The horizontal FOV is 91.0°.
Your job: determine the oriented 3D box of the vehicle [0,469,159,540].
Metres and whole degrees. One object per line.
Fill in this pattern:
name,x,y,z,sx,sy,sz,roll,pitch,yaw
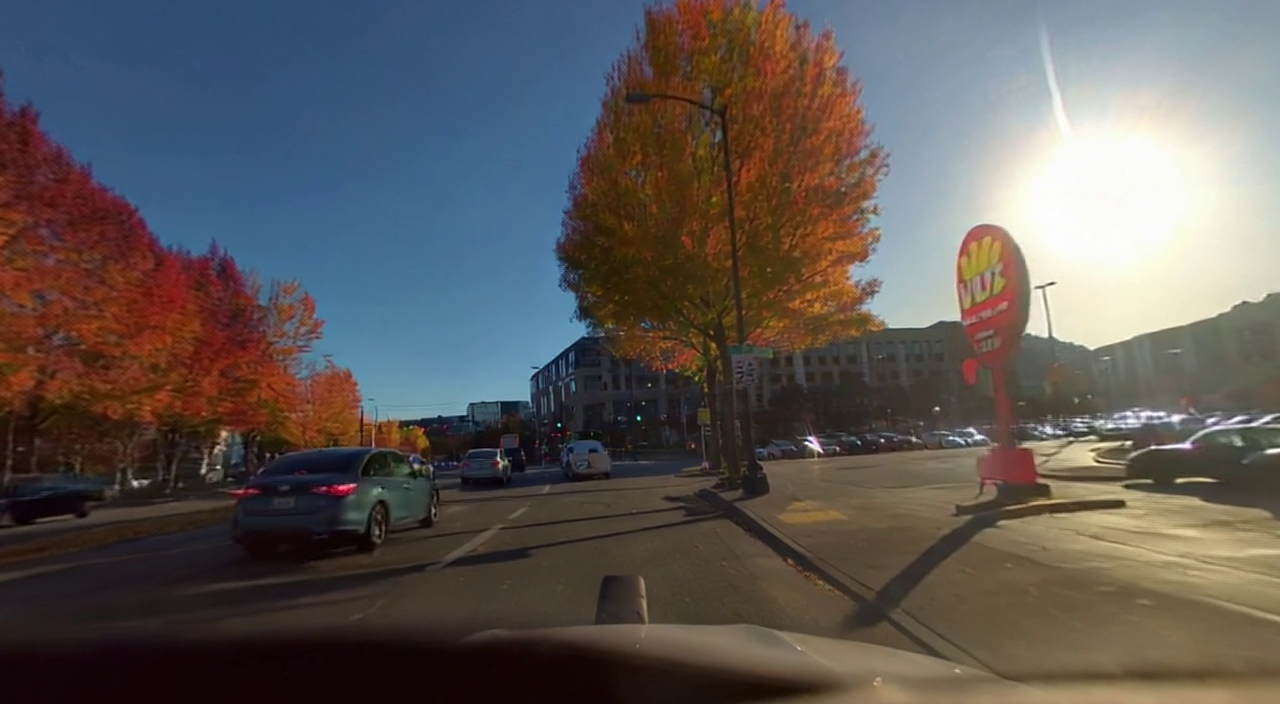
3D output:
vehicle,-16.509,4.185,17.847,1.954,1.539,4.690,1,-9,1

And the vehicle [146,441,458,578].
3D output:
vehicle,-4.590,2.192,9.832,2.090,1.506,5.326,1,-9,-2

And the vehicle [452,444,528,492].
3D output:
vehicle,-5.287,4.139,22.861,1.974,1.549,4.603,2,-9,-5

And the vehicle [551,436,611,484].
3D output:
vehicle,-2.377,4.269,25.117,2.144,1.704,4.028,2,-9,-6
